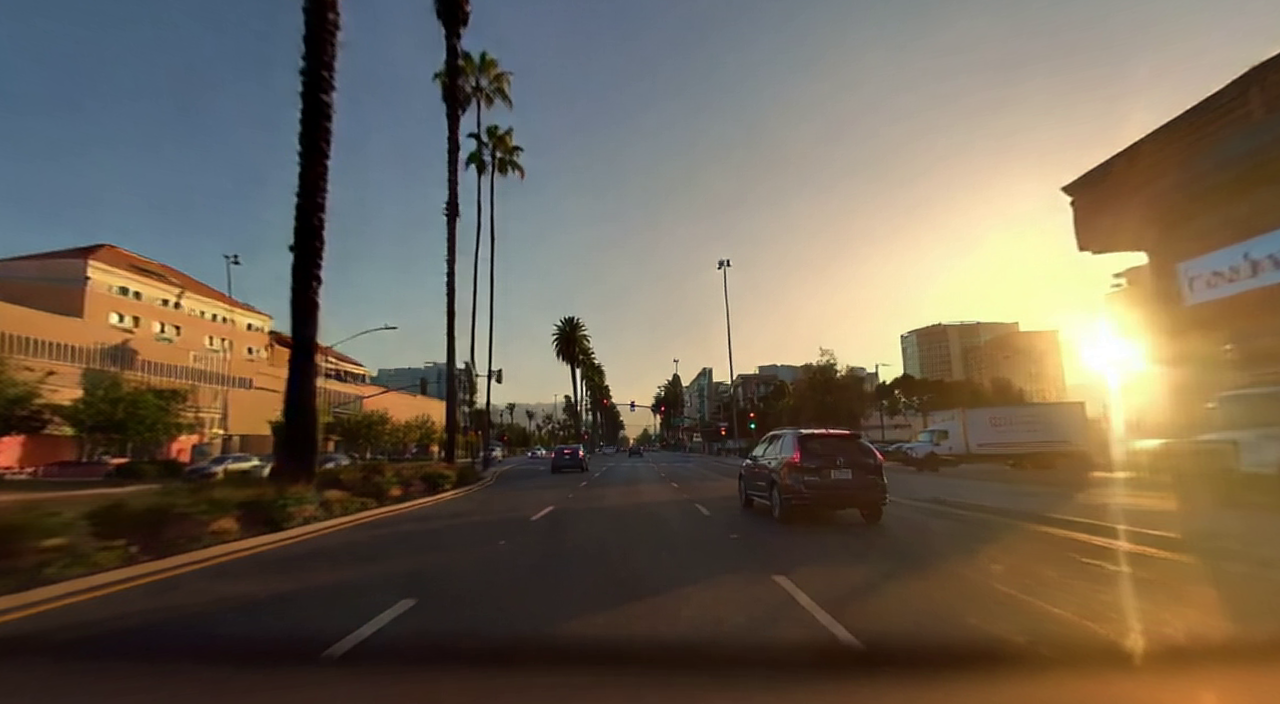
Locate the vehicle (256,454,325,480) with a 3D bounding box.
[{"bbox_3d":[-22.920,7.549,41.674,1.997,1.434,4.569,-2,-9,-1],"label":"vehicle"}]

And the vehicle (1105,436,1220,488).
[{"bbox_3d":[20.147,4.160,24.326,4.416,1.692,1.980,3,-8,-32],"label":"vehicle"}]

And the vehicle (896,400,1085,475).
[{"bbox_3d":[15.561,3.881,28.523,6.704,3.194,2.704,-1,-9,5],"label":"vehicle"}]

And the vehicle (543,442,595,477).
[{"bbox_3d":[-3.282,5.049,29.864,2.034,1.498,3.995,0,-9,-1],"label":"vehicle"}]

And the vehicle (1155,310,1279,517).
[{"bbox_3d":[14.385,1.202,11.796,7.195,3.468,2.597,0,-9,-3],"label":"vehicle"}]

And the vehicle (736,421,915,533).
[{"bbox_3d":[3.221,2.262,12.007,1.982,1.711,4.276,0,-9,-2],"label":"vehicle"}]

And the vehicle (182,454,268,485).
[{"bbox_3d":[-22.757,6.440,34.819,2.045,1.536,3.911,0,-9,1],"label":"vehicle"}]

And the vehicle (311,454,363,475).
[{"bbox_3d":[-22.975,8.539,48.052,1.752,1.430,4.078,-1,-9,2],"label":"vehicle"}]
